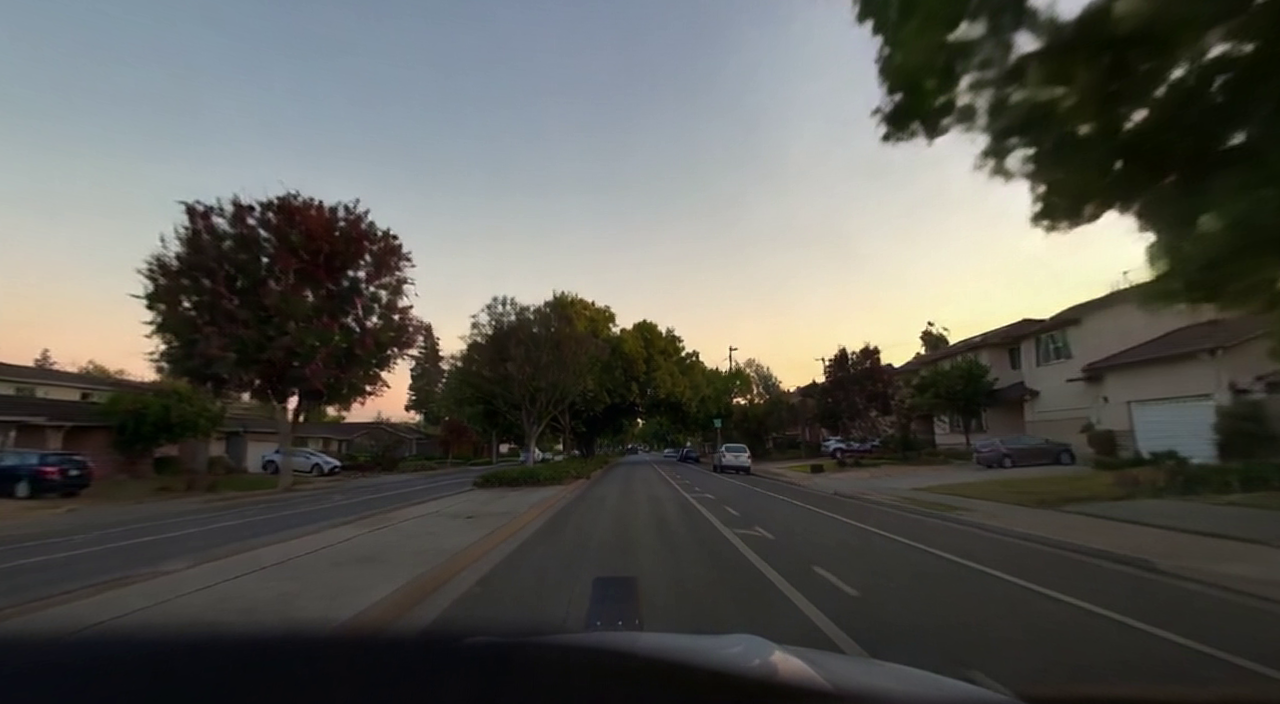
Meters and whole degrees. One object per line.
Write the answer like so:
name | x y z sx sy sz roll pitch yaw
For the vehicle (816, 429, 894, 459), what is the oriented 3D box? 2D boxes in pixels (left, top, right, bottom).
vehicle | 15.836 6.780 46.672 4.921 2.117 2.249 -1 -9 2

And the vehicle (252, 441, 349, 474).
vehicle | -20.374 6.368 38.064 4.564 1.895 2.221 -1 -9 6

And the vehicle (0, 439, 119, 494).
vehicle | -21.920 4.009 22.342 4.889 1.822 2.159 0 -9 -3

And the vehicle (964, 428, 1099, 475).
vehicle | 15.417 3.949 25.089 4.010 1.751 1.922 -1 -9 3

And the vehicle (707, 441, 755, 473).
vehicle | 5.109 5.963 35.958 2.001 1.693 4.311 0 -9 -1
